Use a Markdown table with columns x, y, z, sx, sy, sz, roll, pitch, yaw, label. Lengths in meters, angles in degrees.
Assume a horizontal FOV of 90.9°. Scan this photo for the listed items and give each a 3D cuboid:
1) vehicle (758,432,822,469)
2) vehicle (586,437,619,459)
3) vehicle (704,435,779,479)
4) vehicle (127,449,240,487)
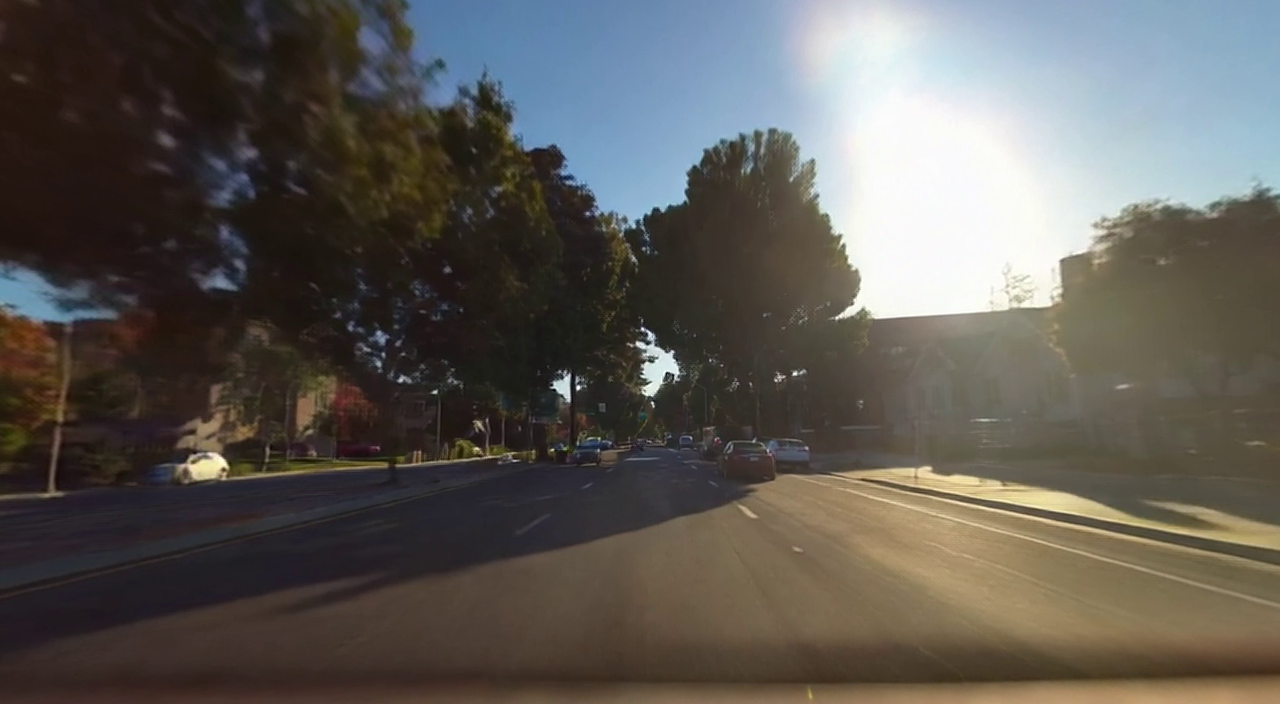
| x | y | z | sx | sy | sz | roll | pitch | yaw | label |
| --- | --- | --- | --- | --- | --- | --- | --- | --- | --- |
| 7.496 | 4.989 | 31.995 | 2.121 | 1.727 | 4.789 | 0 | -8 | 0 | vehicle |
| -2.659 | 6.913 | 45.558 | 2.049 | 1.485 | 4.656 | 0 | -8 | 1 | vehicle |
| 3.753 | 3.969 | 24.186 | 2.128 | 1.502 | 4.572 | 0 | -8 | 0 | vehicle |
| -22.329 | 5.642 | 31.135 | 1.883 | 1.671 | 4.779 | 0 | -8 | 2 | vehicle |
